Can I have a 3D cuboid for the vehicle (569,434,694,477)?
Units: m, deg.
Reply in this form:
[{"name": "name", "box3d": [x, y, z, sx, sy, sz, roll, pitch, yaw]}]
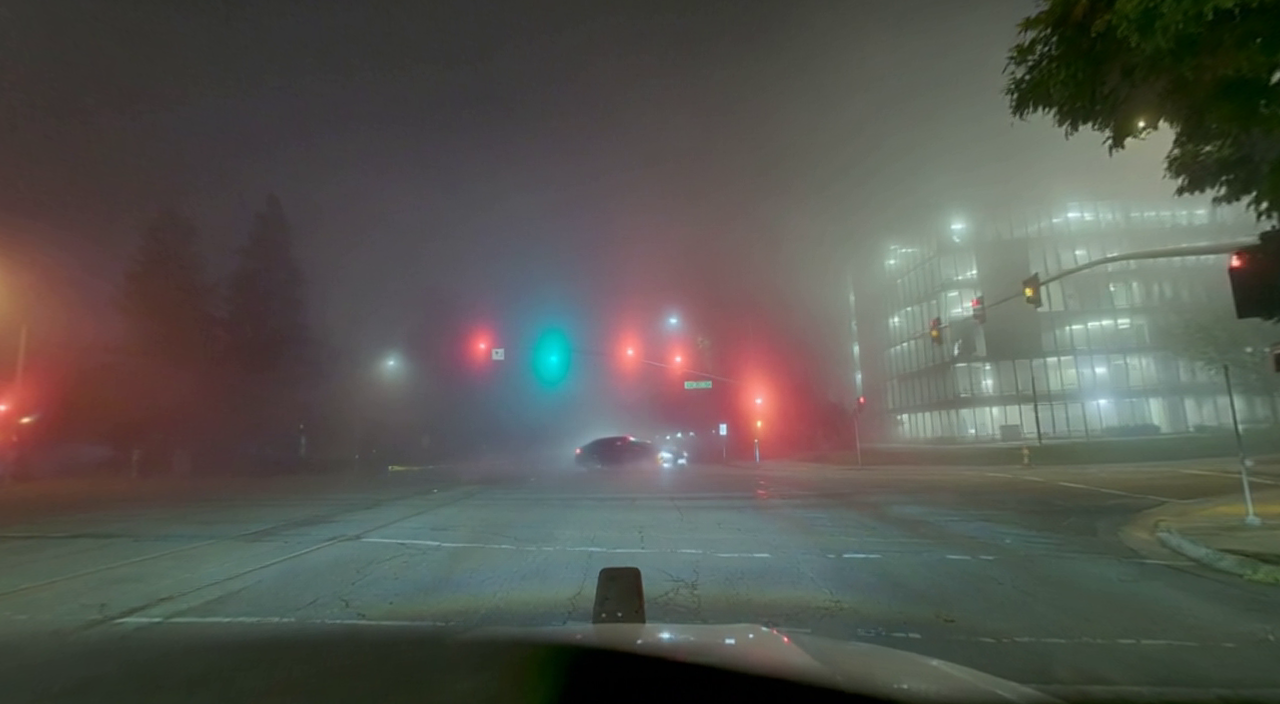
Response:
[{"name": "vehicle", "box3d": [-0.414, 4.697, 28.898, 5.357, 1.814, 2.141, -5, -10, 29]}]
